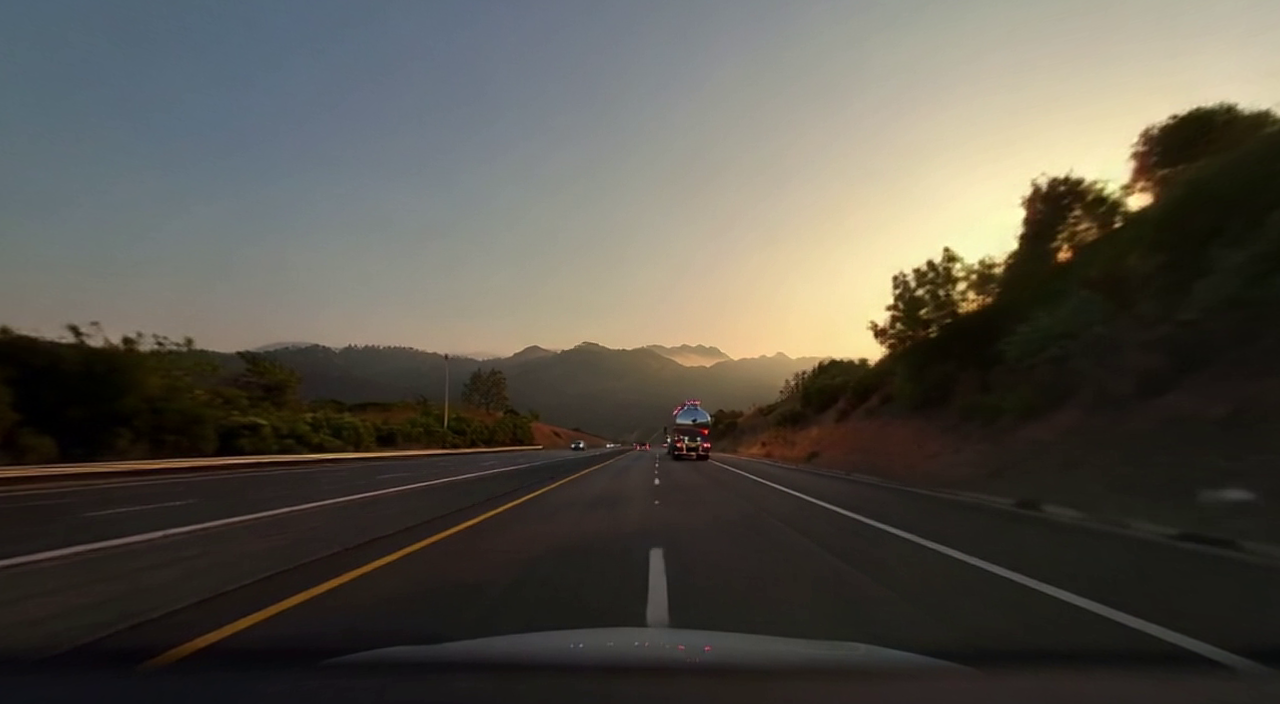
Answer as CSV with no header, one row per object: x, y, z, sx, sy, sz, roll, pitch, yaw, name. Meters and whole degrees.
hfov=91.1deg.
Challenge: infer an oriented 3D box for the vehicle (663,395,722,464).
3.059,5.034,40.157,2.946,3.745,11.516,0,-8,1,vehicle
